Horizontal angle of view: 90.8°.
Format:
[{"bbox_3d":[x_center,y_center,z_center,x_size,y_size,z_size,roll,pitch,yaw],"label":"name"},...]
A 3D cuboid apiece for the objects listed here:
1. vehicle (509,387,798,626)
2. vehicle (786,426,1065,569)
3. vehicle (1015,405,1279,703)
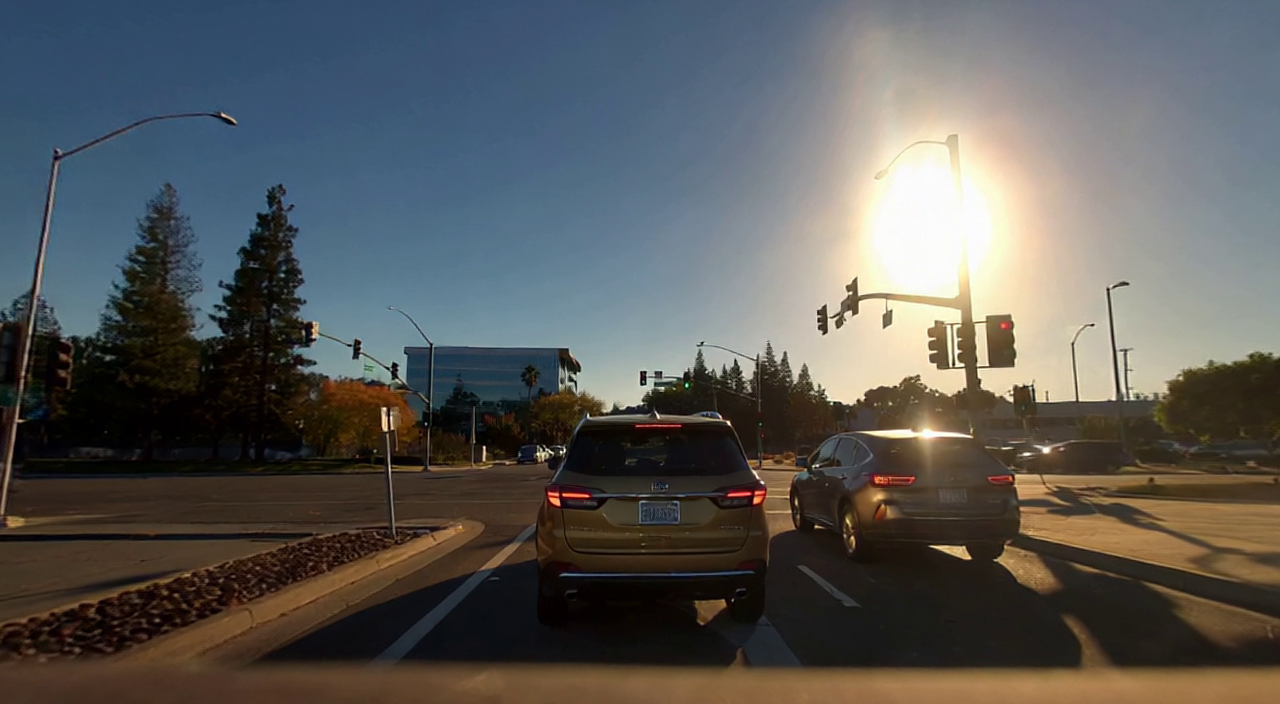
[{"bbox_3d":[0.103,1.493,7.067,2.170,1.793,4.468,0,-8,0],"label":"vehicle"},{"bbox_3d":[3.524,1.859,8.863,1.861,1.495,4.215,0,-8,-1],"label":"vehicle"},{"bbox_3d":[3.161,0.814,1.433,1.924,1.466,4.461,0,-8,1],"label":"vehicle"}]
